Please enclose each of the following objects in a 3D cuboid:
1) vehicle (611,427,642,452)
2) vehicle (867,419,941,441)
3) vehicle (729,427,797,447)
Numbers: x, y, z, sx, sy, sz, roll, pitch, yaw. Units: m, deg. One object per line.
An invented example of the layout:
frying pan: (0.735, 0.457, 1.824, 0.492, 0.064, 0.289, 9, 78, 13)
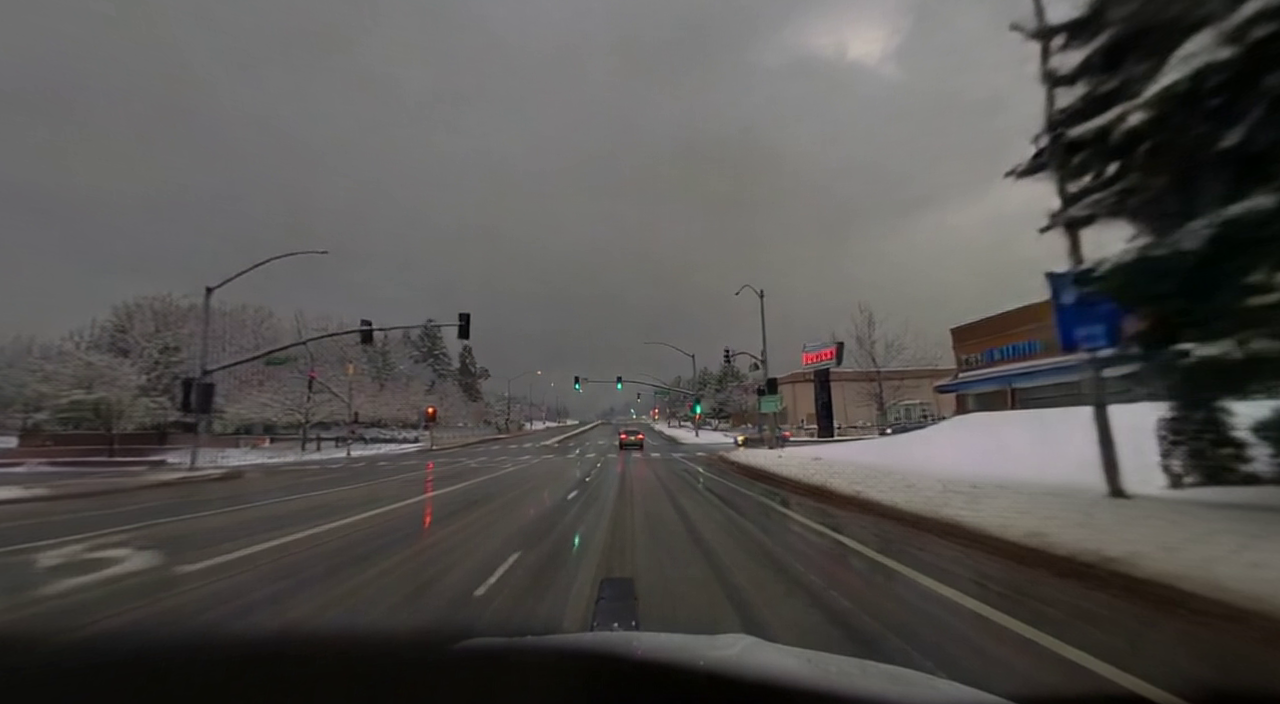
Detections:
vehicle: (-0.926, 6.088, 43.979, 2.024, 1.628, 4.774, 0, -8, -1)
vehicle: (20.200, 6.021, 48.496, 4.710, 1.588, 2.053, 0, -8, -2)
vehicle: (9.370, 6.519, 48.367, 4.794, 1.511, 1.992, 1, -8, -3)
